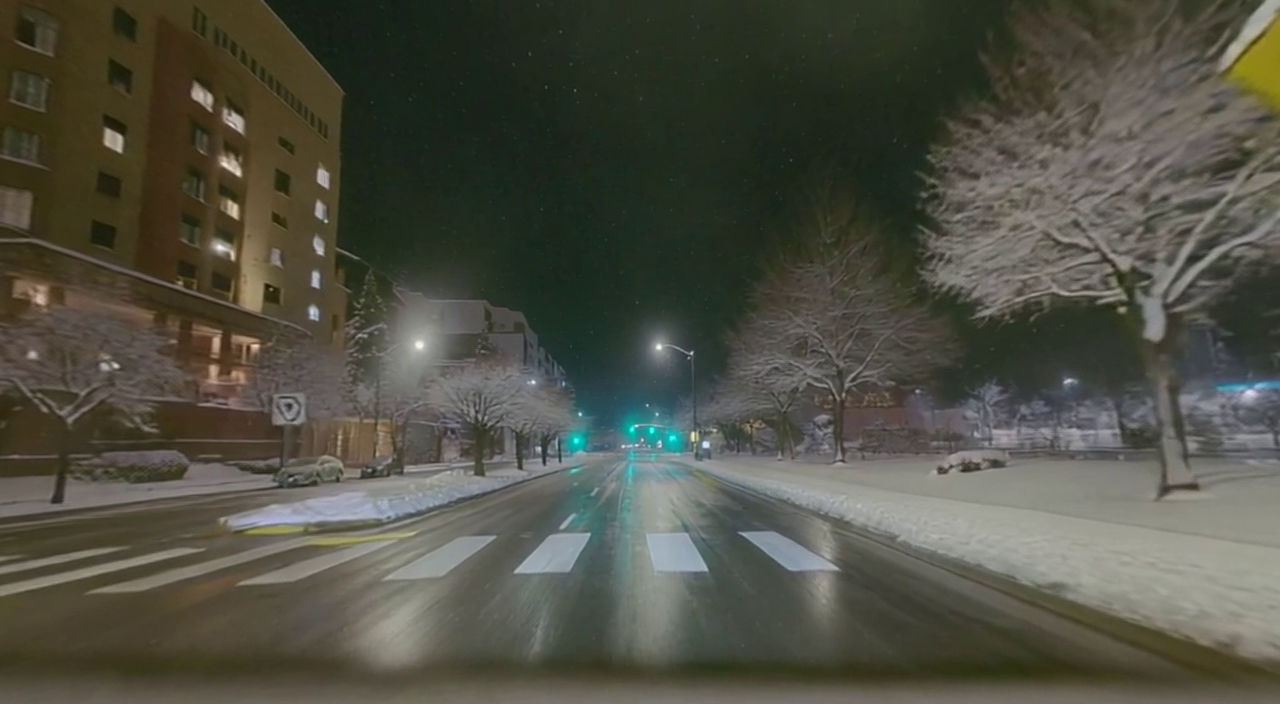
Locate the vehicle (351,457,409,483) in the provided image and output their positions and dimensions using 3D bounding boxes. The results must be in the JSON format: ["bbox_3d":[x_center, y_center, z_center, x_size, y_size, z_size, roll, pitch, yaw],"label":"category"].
[{"bbox_3d":[-17.059,7.740,41.581,1.912,1.523,4.433,-3,-9,1],"label":"vehicle"}]

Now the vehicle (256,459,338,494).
[{"bbox_3d":[-16.895,6.141,31.275,1.810,1.478,4.233,-3,-10,-2],"label":"vehicle"}]
